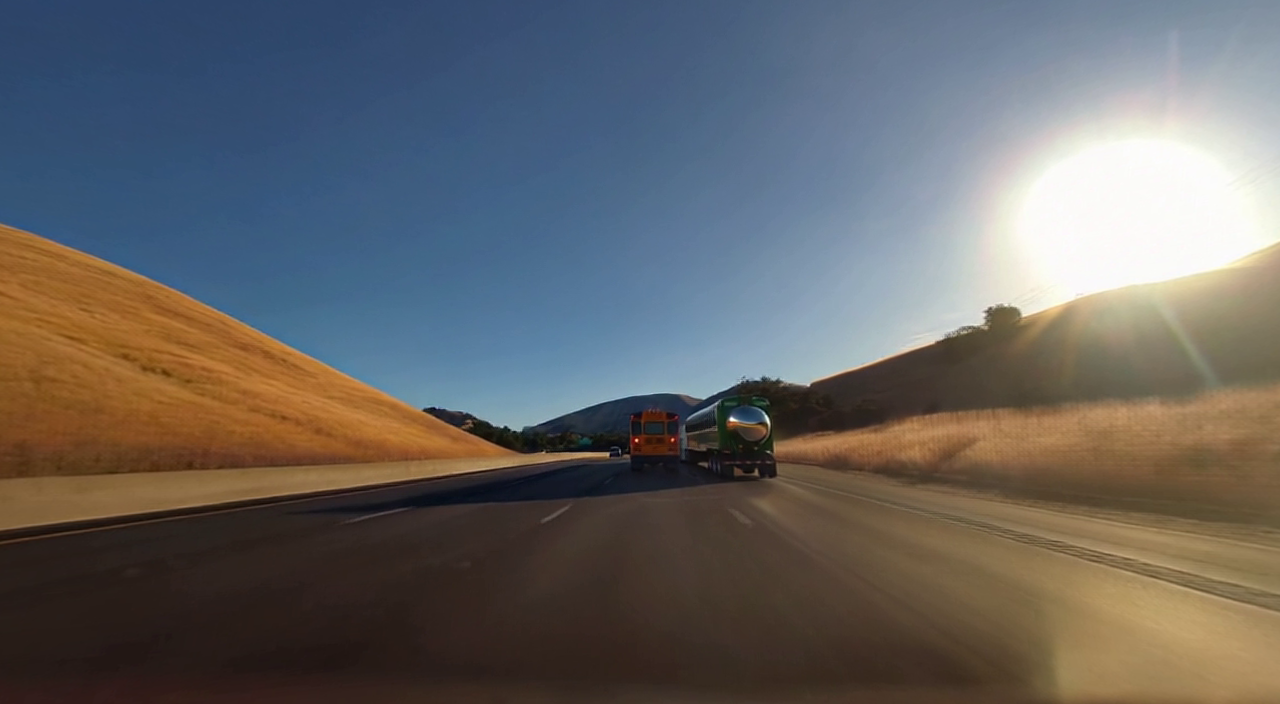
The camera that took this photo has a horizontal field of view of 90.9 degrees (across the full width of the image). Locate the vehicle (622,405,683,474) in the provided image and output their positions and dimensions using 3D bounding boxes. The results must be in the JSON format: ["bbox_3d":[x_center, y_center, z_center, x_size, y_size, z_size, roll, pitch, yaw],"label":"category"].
[{"bbox_3d":[0.710,4.970,35.583,2.948,3.265,10.569,0,-8,1],"label":"vehicle"}]

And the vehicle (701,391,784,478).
[{"bbox_3d":[4.717,4.013,30.503,2.716,3.705,7.018,0,-8,0],"label":"vehicle"}]
